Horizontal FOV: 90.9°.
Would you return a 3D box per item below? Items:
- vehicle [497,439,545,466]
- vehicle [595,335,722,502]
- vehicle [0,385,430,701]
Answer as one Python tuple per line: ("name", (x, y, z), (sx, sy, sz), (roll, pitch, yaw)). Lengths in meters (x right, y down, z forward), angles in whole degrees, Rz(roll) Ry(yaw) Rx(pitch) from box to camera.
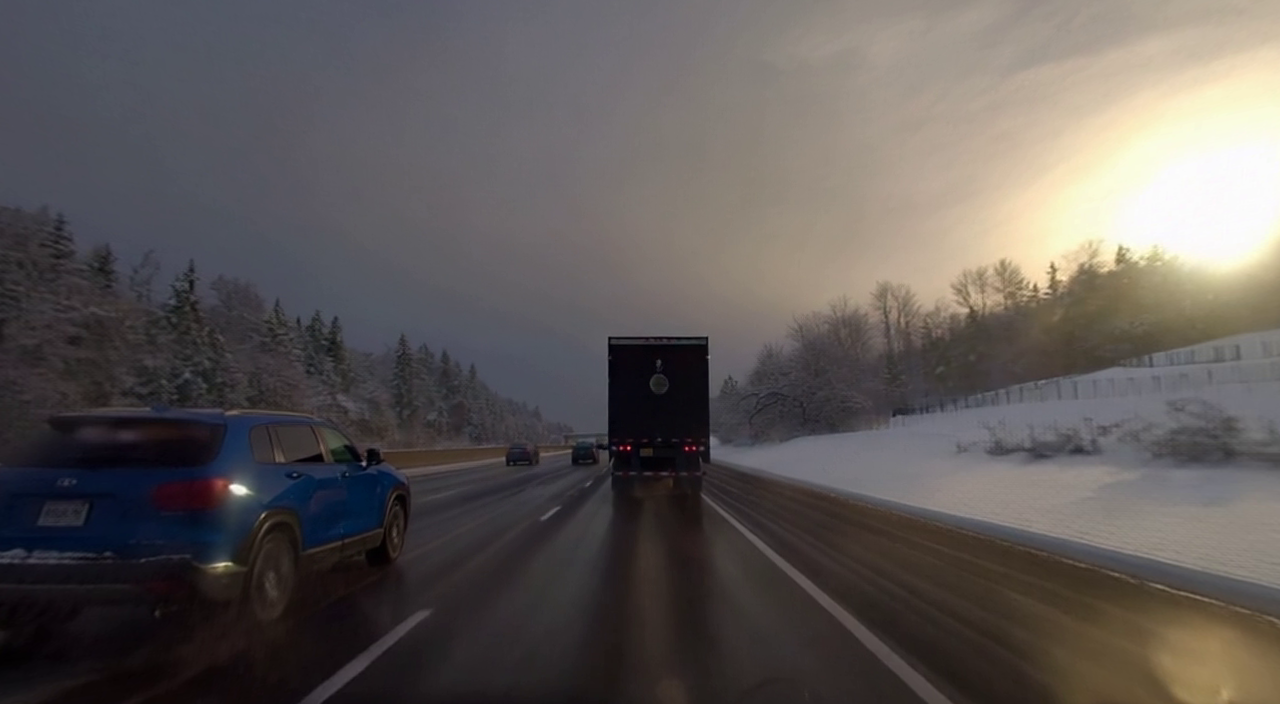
("vehicle", (-6.789, 5.789, 36.444), (1.882, 1.451, 4.416), (0, -8, 1))
("vehicle", (0.452, 2.287, 19.823), (2.870, 3.841, 10.653), (0, -8, 0))
("vehicle", (-3.679, 1.330, 5.569), (2.077, 1.671, 4.249), (0, -8, 1))
